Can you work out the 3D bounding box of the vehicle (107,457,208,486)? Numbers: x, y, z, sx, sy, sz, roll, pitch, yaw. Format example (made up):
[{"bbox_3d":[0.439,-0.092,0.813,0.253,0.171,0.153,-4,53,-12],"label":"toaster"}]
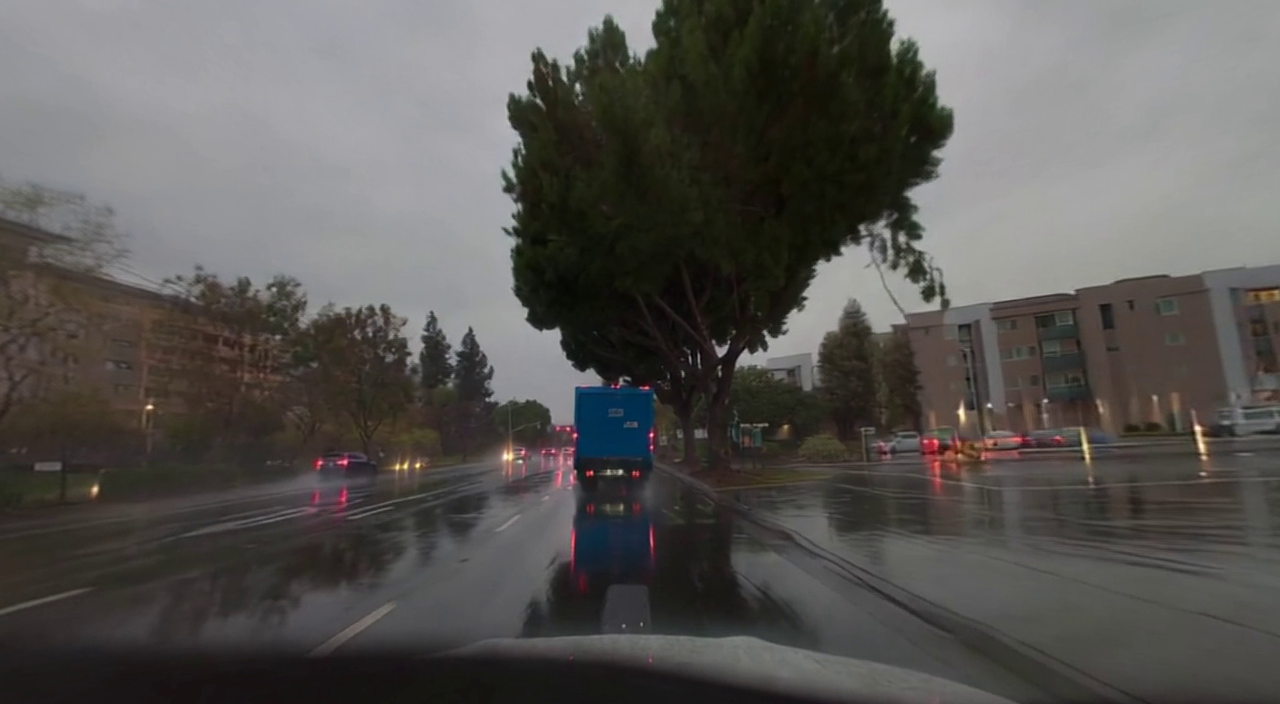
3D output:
[{"bbox_3d":[-35.467,8.806,46.288,5.452,1.994,2.312,0,-9,-1],"label":"vehicle"}]

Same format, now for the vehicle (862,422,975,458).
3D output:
[{"bbox_3d":[12.742,4.034,28.888,4.321,1.579,1.823,0,-8,-2],"label":"vehicle"}]

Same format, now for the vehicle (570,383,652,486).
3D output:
[{"bbox_3d":[-1.167,3.593,26.757,2.905,3.644,8.807,0,-9,-2],"label":"vehicle"}]

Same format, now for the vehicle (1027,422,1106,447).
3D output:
[{"bbox_3d":[25.111,4.879,37.009,3.537,1.393,1.581,0,-10,-3],"label":"vehicle"}]

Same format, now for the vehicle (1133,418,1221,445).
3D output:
[{"bbox_3d":[31.728,4.709,37.153,3.709,1.502,1.806,1,-7,-6],"label":"vehicle"}]

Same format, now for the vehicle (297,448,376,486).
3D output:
[{"bbox_3d":[-14.847,5.614,31.037,1.958,1.672,4.283,0,-9,-4],"label":"vehicle"}]

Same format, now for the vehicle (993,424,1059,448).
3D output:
[{"bbox_3d":[25.995,5.688,42.321,3.313,1.373,1.590,-2,-10,-2],"label":"vehicle"}]

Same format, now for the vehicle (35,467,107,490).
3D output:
[{"bbox_3d":[-40.879,9.057,45.147,1.645,1.416,3.497,-5,-10,37],"label":"vehicle"}]

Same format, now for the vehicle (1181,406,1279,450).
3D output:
[{"bbox_3d":[25.811,3.198,26.143,4.609,1.729,2.098,0,-8,-2],"label":"vehicle"}]
